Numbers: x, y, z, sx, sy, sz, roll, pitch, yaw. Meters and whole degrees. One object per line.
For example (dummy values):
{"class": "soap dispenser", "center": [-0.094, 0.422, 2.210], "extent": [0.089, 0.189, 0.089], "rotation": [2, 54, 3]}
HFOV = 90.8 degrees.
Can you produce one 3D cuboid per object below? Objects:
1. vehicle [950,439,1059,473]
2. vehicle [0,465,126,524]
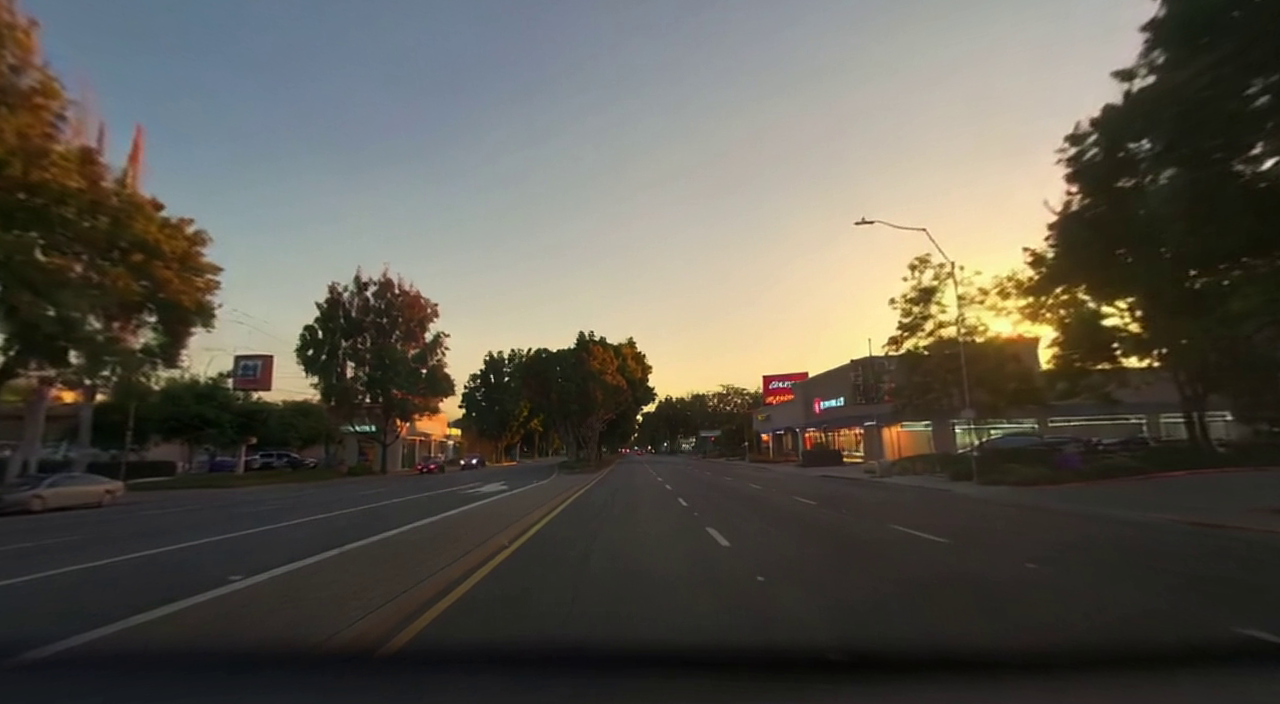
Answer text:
{"class": "vehicle", "center": [21.109, 6.082, 37.072], "extent": [2.480, 1.766, 6.529], "rotation": [0, -9, 0]}
{"class": "vehicle", "center": [-19.002, 4.425, 19.939], "extent": [1.831, 1.528, 4.605], "rotation": [-1, -9, -3]}
